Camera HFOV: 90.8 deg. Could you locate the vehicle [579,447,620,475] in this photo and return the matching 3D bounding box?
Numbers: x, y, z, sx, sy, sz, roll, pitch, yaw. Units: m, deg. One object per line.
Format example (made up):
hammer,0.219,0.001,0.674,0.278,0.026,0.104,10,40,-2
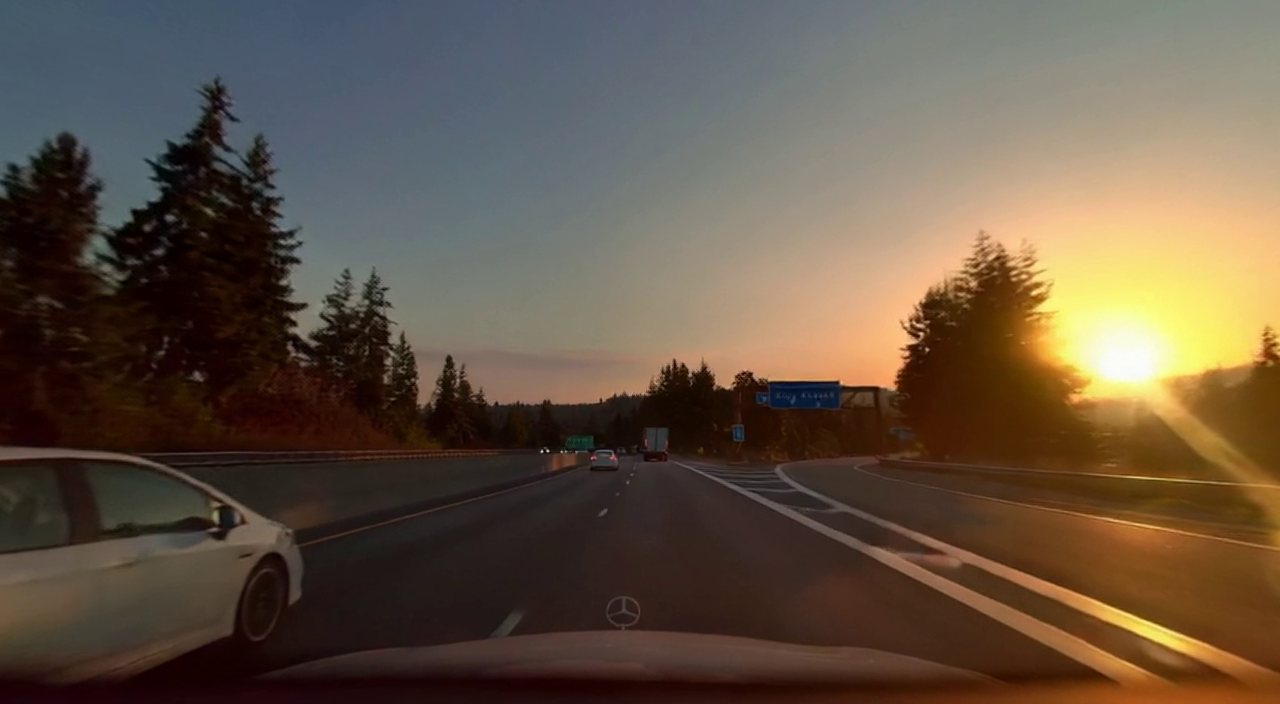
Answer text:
vehicle,-2.412,6.657,38.744,2.184,1.574,5.004,0,-9,0
